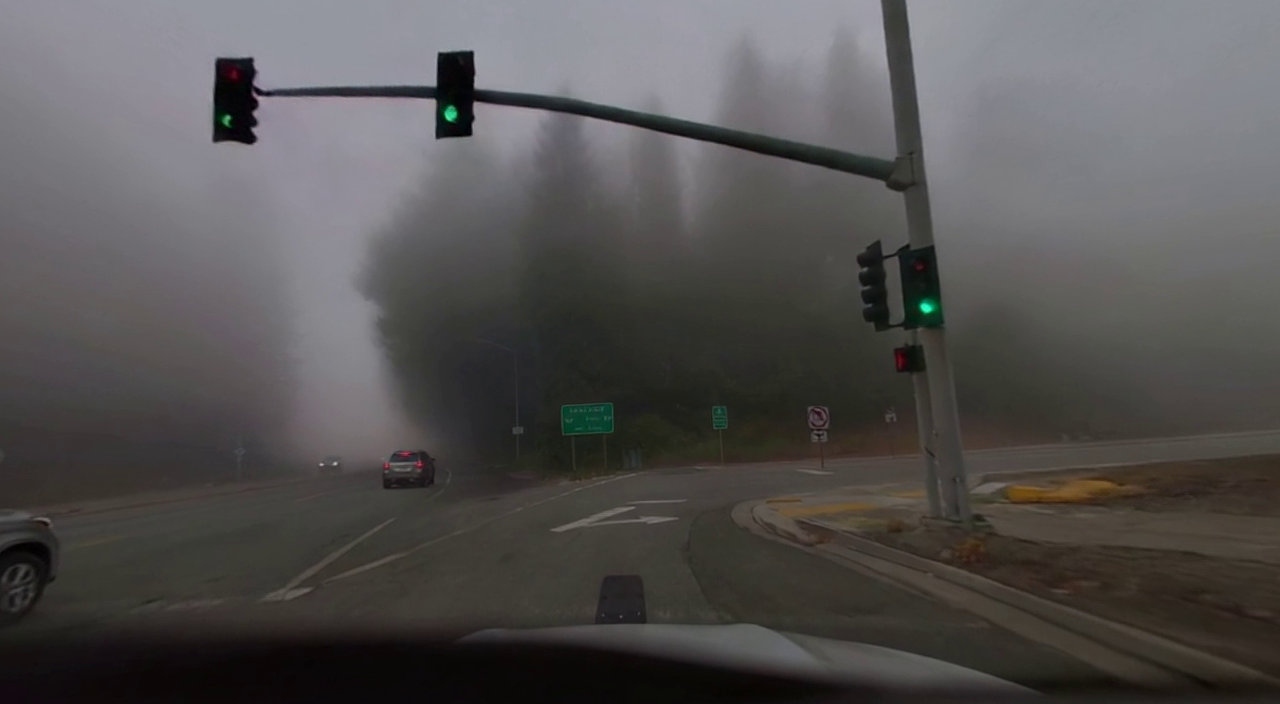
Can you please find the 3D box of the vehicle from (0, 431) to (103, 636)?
[{"bbox_3d":[-5.620,1.187,3.523,1.936,1.542,4.336,1,-9,-9],"label":"vehicle"}]

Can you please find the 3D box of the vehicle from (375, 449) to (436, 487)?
[{"bbox_3d":[-11.372,5.617,30.963,2.134,1.707,4.471,2,-9,-12],"label":"vehicle"}]
